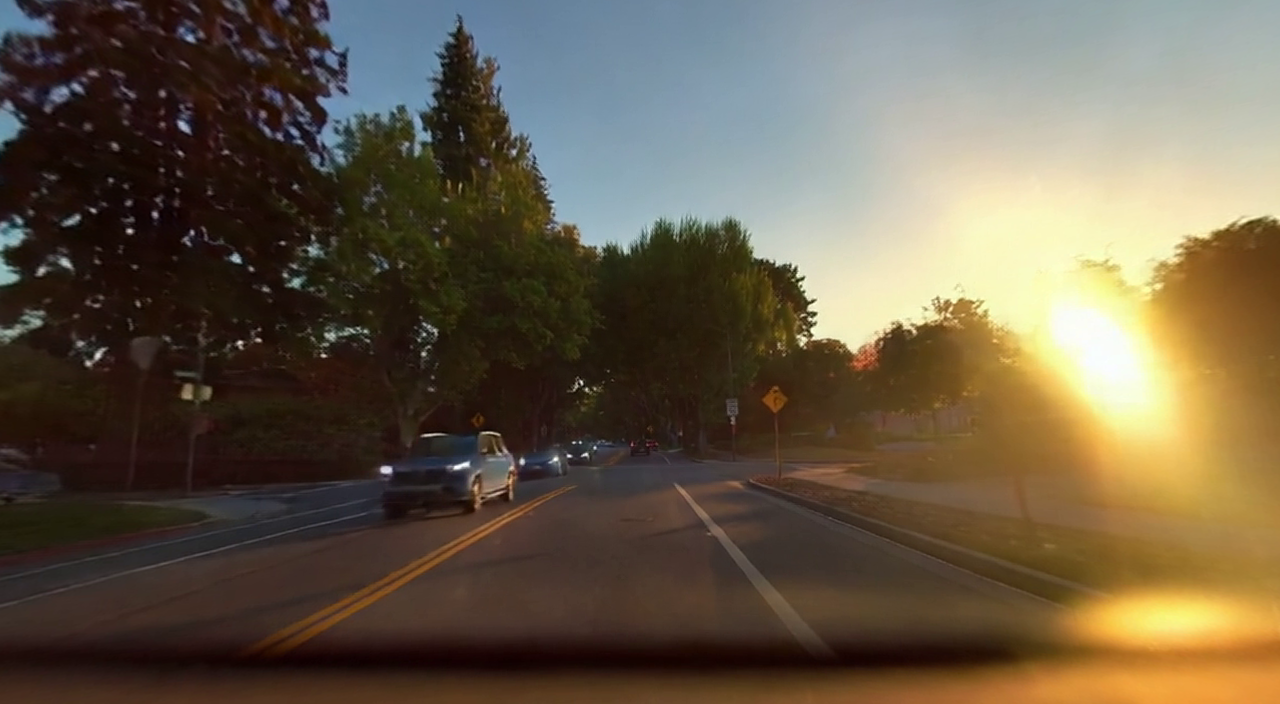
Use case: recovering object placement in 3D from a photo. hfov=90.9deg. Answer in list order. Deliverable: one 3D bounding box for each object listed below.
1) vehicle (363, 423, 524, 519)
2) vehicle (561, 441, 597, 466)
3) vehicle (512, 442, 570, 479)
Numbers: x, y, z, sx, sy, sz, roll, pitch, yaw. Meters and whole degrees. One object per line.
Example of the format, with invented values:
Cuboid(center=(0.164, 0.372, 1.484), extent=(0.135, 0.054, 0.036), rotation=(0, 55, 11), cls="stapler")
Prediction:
Cuboid(center=(-4.236, 2.638, 14.579), extent=(2.134, 1.821, 4.719), rotation=(0, -8, 1), cls="vehicle")
Cuboid(center=(-4.018, 6.727, 41.990), extent=(1.979, 1.532, 4.212), rotation=(0, -8, 0), cls="vehicle")
Cuboid(center=(-4.268, 4.704, 27.766), extent=(1.862, 1.491, 4.266), rotation=(0, -8, 0), cls="vehicle")
